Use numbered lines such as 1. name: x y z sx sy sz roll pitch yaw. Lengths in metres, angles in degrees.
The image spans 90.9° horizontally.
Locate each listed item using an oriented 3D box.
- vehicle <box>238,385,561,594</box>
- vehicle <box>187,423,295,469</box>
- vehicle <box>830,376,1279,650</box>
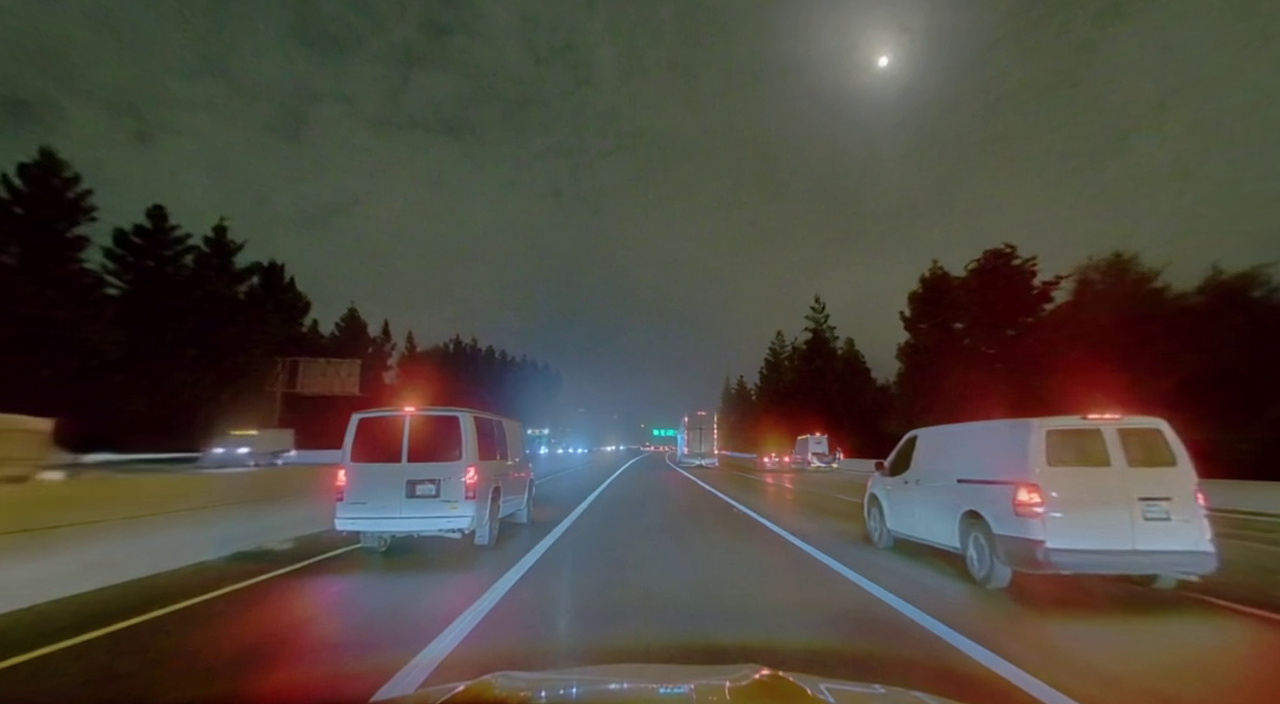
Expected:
1. vehicle: -2.575 1.662 8.599 2.159 1.922 5.345 0 -8 2
2. vehicle: -24.873 5.889 39.676 2.288 2.634 5.966 -1 -8 7
3. vehicle: 3.905 1.437 6.736 2.209 1.862 4.717 0 -8 -1
